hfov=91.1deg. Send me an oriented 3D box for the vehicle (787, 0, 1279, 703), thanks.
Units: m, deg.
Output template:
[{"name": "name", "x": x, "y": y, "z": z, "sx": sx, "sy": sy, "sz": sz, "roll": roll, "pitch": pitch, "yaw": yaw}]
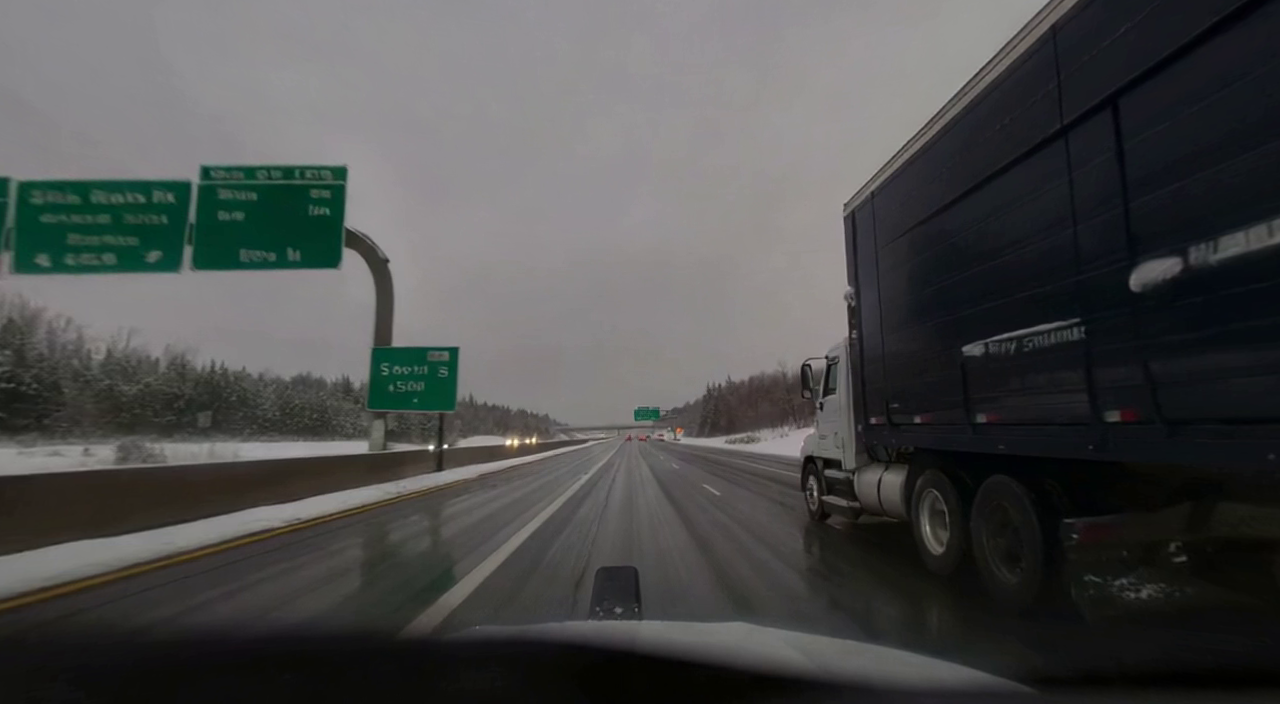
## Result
[{"name": "vehicle", "x": 4.121, "y": -0.276, "z": 3.567, "sx": 3.220, "sy": 3.912, "sz": 12.116, "roll": 0, "pitch": -8, "yaw": -2}]
